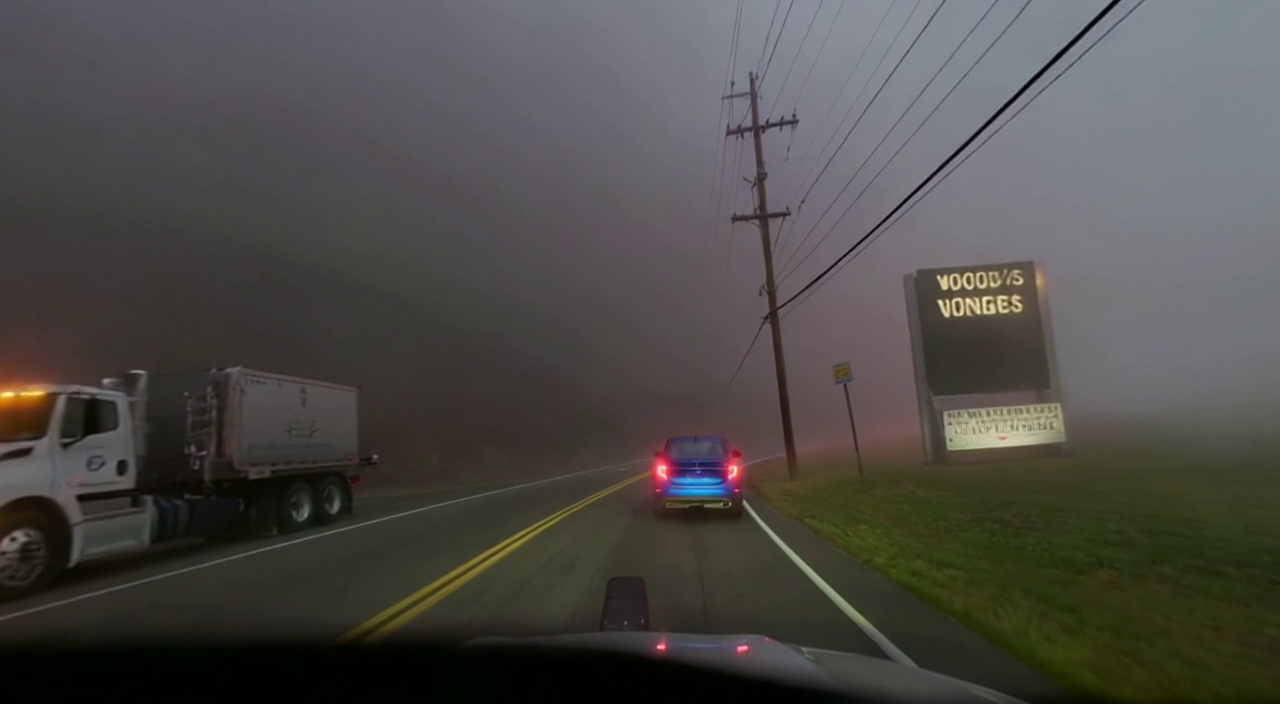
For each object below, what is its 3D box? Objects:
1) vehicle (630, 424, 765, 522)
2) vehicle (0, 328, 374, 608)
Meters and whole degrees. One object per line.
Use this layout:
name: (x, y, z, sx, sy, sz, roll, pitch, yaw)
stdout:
vehicle: (0.958, 2.155, 11.671, 2.081, 1.503, 3.726, 0, -8, 2)
vehicle: (-8.261, 1.736, 10.516, 3.395, 3.071, 7.634, -7, -6, 8)
